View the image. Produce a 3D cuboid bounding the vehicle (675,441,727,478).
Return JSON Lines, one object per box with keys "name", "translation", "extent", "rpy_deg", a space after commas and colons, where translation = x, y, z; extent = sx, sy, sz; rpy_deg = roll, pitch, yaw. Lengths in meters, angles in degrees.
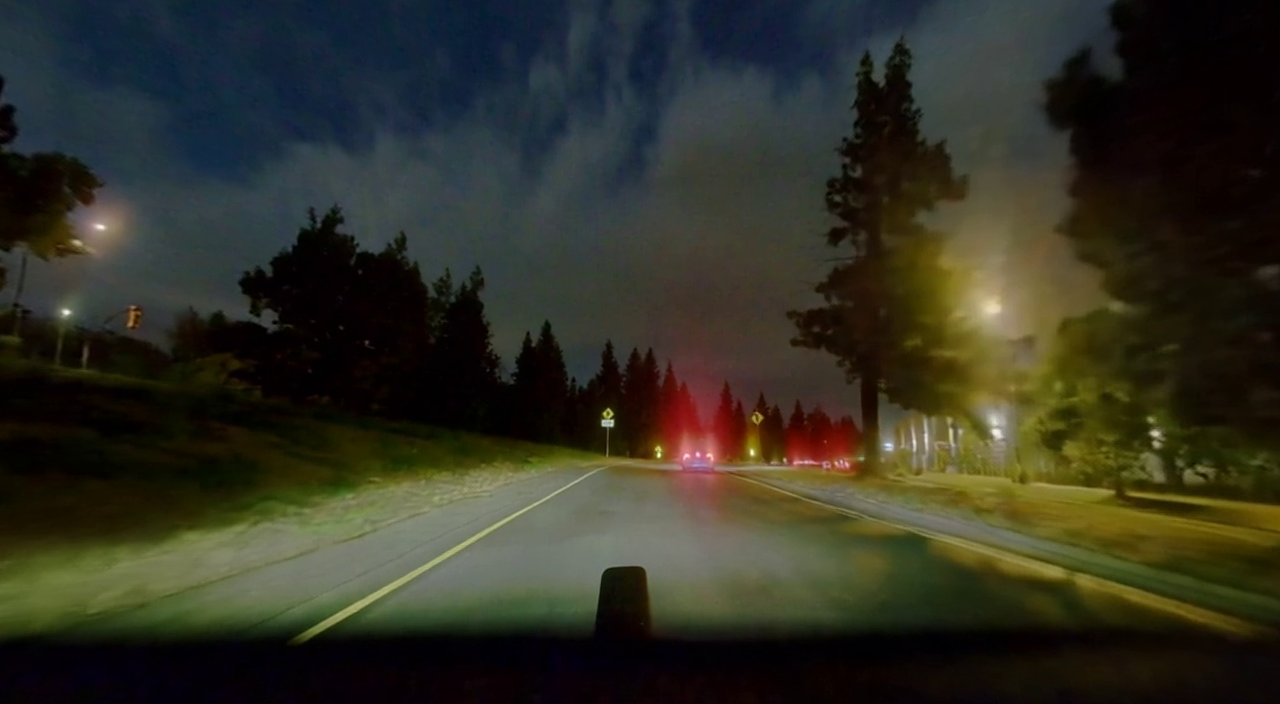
{"name": "vehicle", "translation": [2.638, 4.737, 28.235], "extent": [1.956, 1.473, 4.640], "rpy_deg": [1, -8, 1]}
